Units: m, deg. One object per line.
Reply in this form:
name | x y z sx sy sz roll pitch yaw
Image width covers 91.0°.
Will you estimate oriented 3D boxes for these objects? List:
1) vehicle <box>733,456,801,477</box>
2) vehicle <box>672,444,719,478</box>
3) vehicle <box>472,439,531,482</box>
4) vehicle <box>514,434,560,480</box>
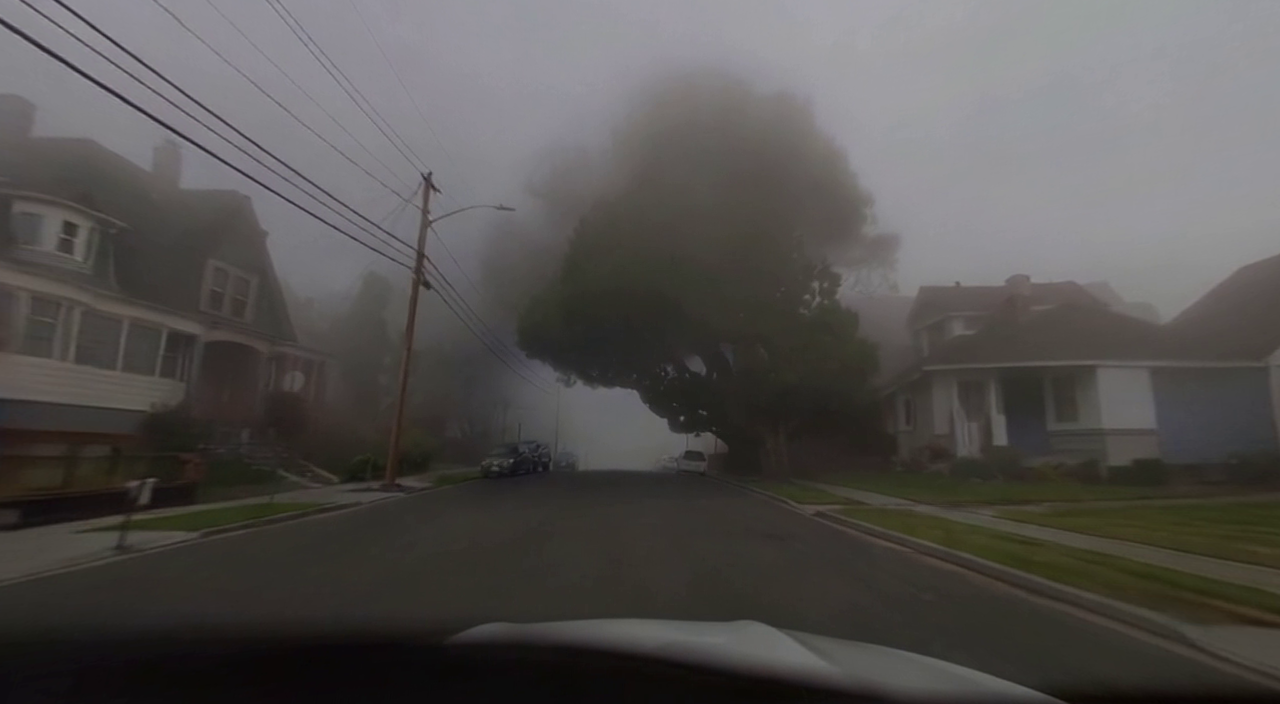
vehicle | 9.778 8.900 48.814 4.850 1.506 1.971 1 -9 0
vehicle | 3.087 6.194 36.175 2.159 1.760 5.345 1 -9 -1
vehicle | -7.182 5.759 33.103 1.947 1.480 4.330 -2 -20 1
vehicle | -7.195 7.488 44.325 2.153 1.982 6.150 -4 -20 -1
